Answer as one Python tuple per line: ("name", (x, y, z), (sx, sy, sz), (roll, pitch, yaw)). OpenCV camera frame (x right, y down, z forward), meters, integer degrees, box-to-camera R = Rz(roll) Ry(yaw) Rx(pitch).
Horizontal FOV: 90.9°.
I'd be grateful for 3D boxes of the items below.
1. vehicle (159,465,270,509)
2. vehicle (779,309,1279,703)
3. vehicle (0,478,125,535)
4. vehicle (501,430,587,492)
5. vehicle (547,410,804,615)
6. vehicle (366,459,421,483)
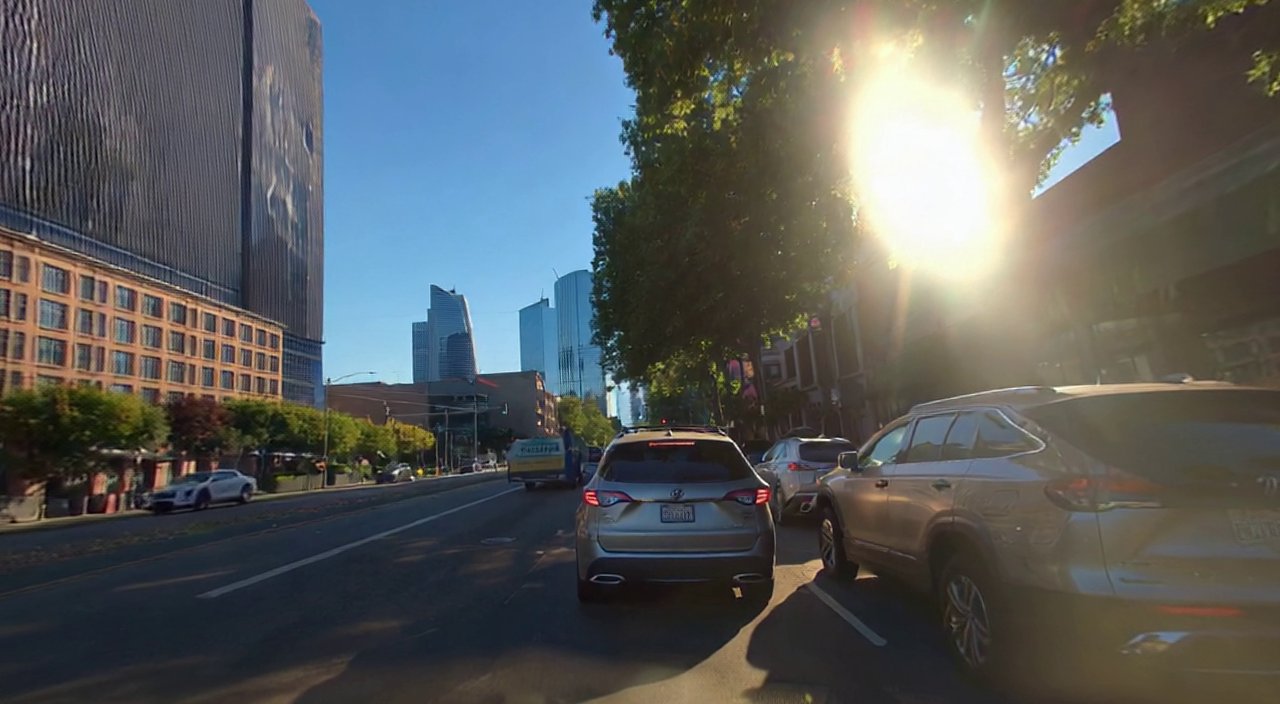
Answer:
("vehicle", (-18.975, 6.009, 28.367), (1.964, 1.686, 4.144), (0, -9, 2))
("vehicle", (2.728, 1.098, 4.921), (2.117, 1.855, 4.794), (0, -9, -1))
("vehicle", (-22.681, 5.799, 24.064), (1.975, 1.698, 4.715), (0, -9, 1))
("vehicle", (-3.187, 3.769, 22.173), (2.175, 1.919, 5.223), (0, -9, 0))
("vehicle", (0.229, 1.553, 6.895), (2.045, 1.608, 3.573), (0, -9, -2))
("vehicle", (-19.120, 9.229, 49.158), (2.274, 1.708, 4.863), (0, -9, 1))
